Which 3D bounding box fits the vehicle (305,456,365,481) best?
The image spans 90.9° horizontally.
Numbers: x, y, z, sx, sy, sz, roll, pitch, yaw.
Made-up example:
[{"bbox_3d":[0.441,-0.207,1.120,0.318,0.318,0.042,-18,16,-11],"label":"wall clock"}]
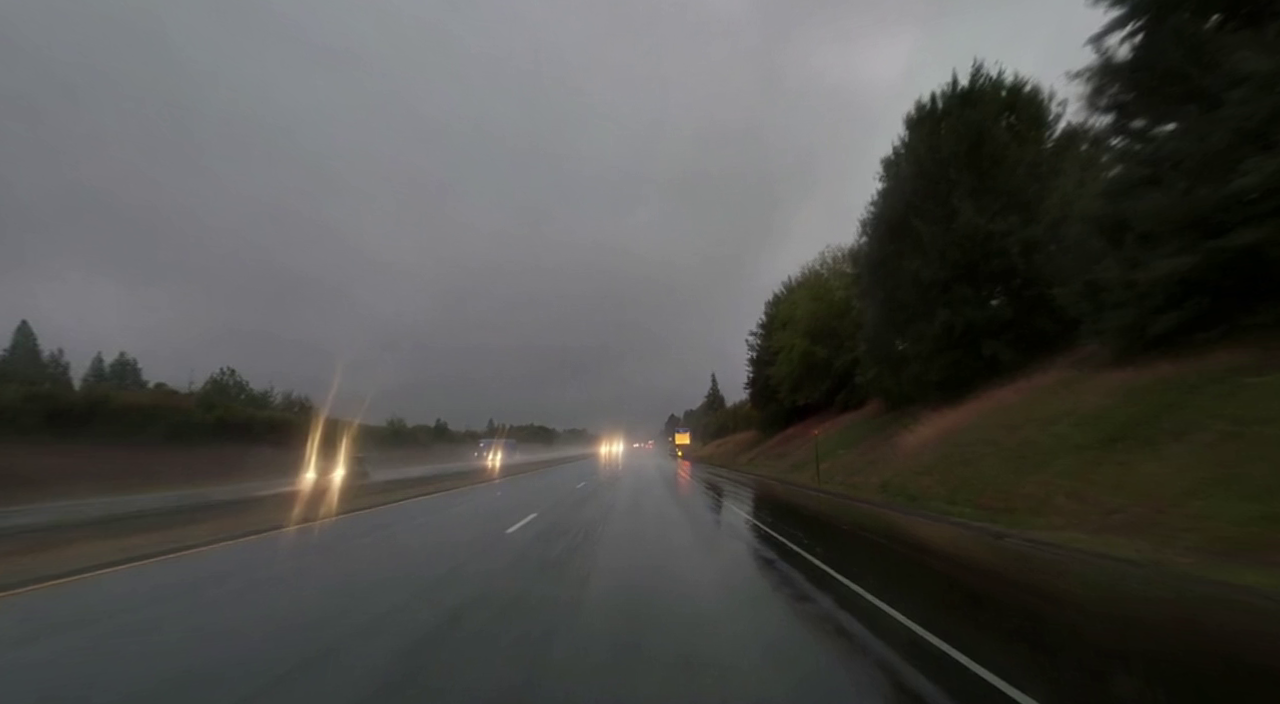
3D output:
[{"bbox_3d":[-19.144,7.310,39.685,1.772,1.466,3.863,0,-9,1],"label":"vehicle"}]
